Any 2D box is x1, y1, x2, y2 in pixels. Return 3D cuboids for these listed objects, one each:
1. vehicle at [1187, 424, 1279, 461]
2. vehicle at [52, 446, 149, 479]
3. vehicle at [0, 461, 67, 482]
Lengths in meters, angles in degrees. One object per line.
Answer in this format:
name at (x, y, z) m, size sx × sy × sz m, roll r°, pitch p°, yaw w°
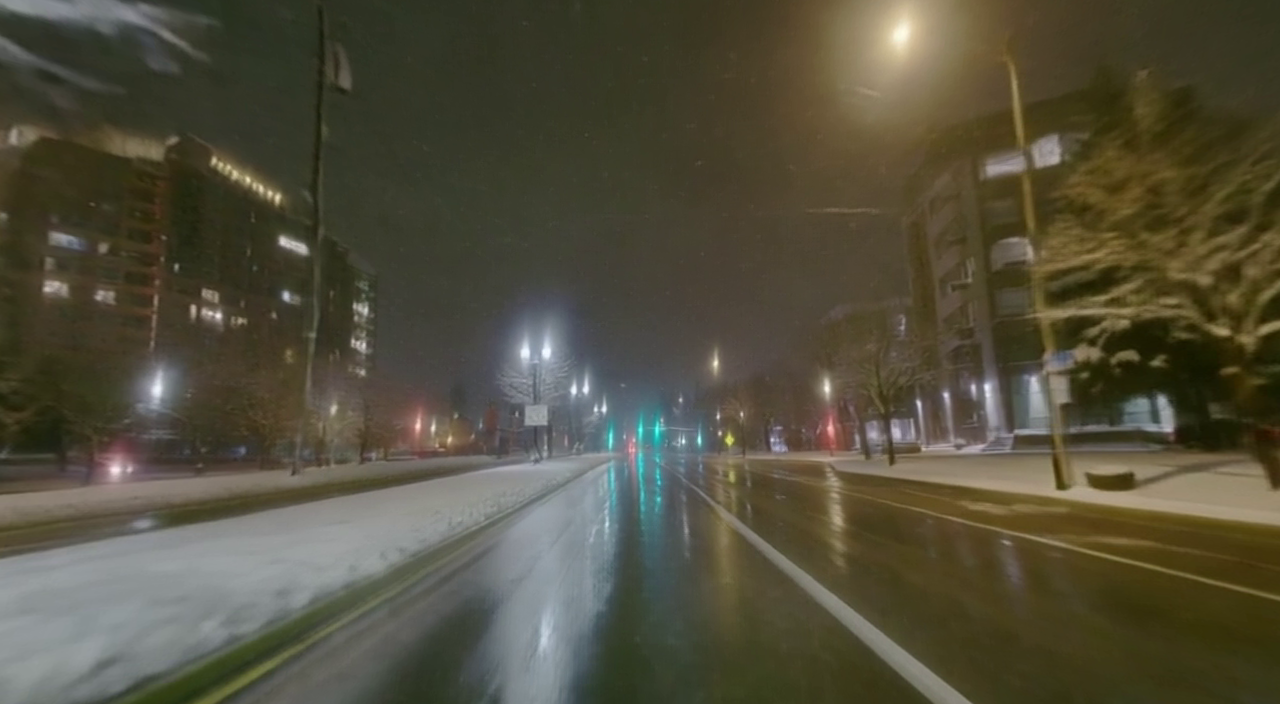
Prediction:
vehicle at (31.793, 4.700, 32.852) m, size 4.926 × 1.804 × 2.100 m, roll 0°, pitch -10°, yaw -7°
vehicle at (-39.460, 8.101, 46.476) m, size 2.265 × 2.236 × 5.627 m, roll 0°, pitch -9°, yaw -2°
vehicle at (-44.484, 8.713, 46.259) m, size 1.709 × 1.420 × 3.659 m, roll 0°, pitch -9°, yaw -3°
